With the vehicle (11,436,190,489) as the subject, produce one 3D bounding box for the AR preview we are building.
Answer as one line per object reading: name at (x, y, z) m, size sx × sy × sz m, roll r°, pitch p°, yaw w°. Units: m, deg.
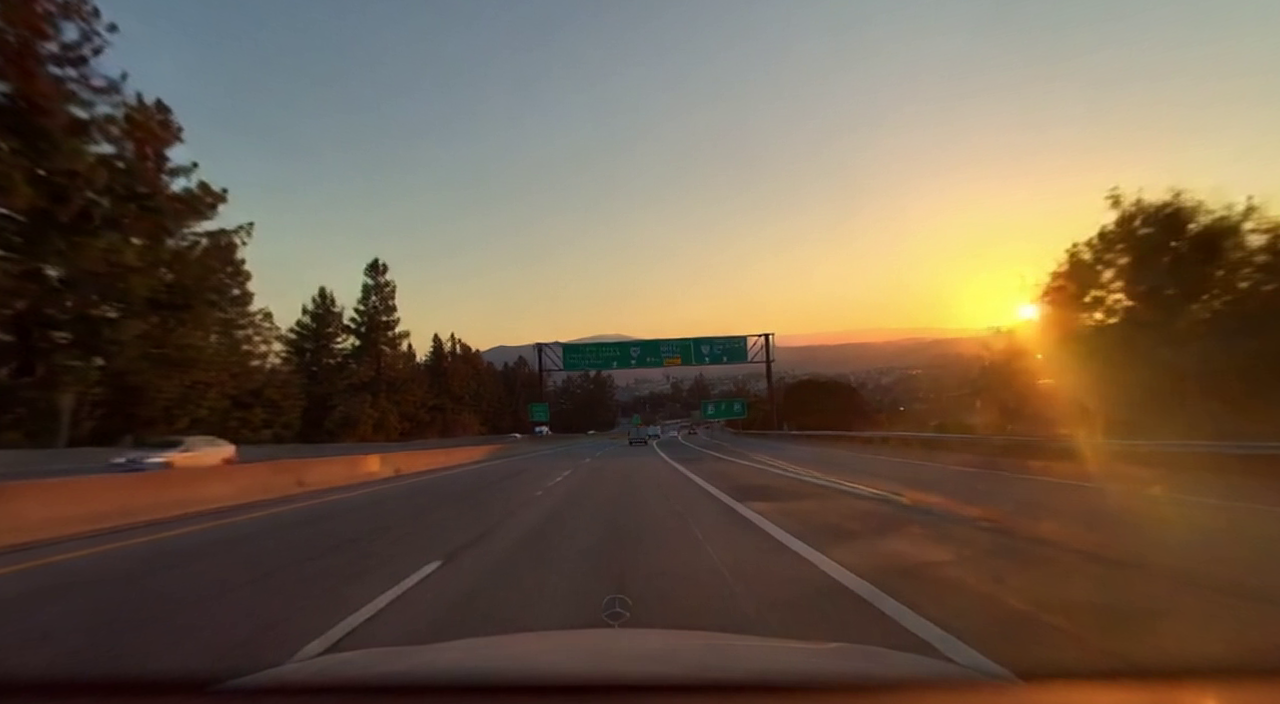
vehicle at (-16.988, 3.449, 20.240) m, size 1.783 × 1.480 × 4.553 m, roll 0°, pitch -8°, yaw -1°
